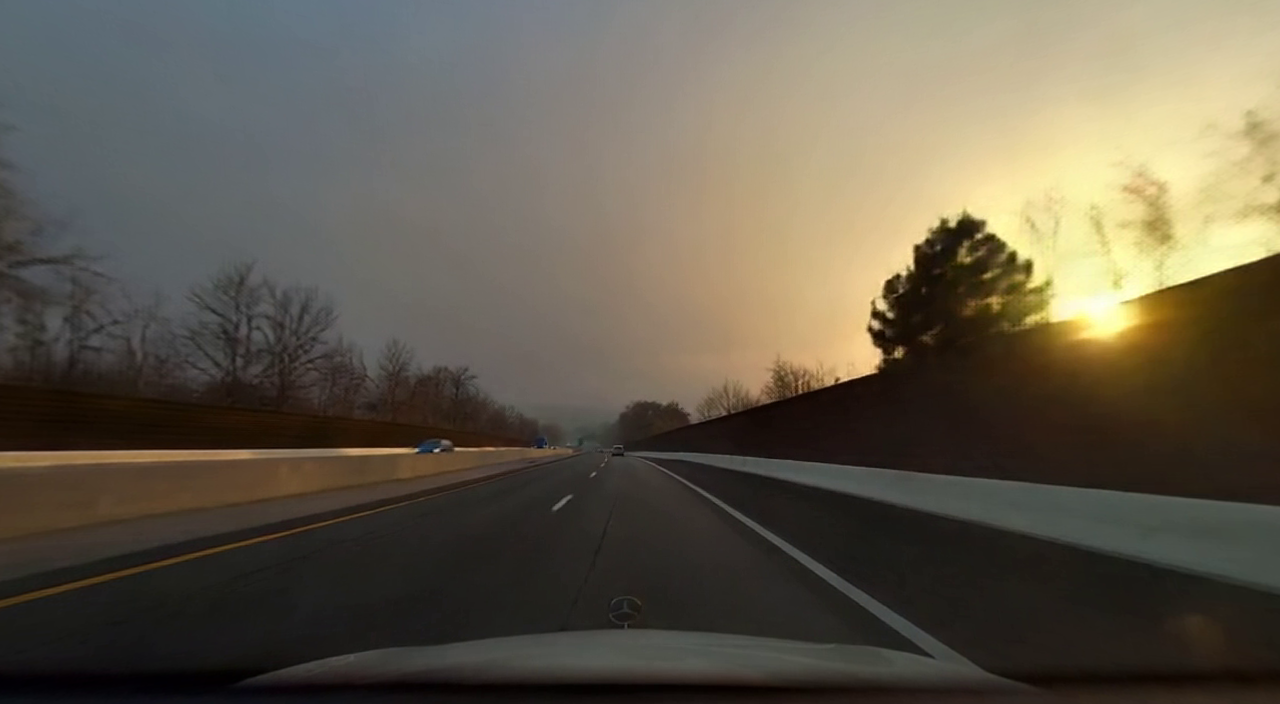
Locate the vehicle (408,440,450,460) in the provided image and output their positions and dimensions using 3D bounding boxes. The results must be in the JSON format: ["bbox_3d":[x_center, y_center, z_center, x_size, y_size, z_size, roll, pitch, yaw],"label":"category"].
[{"bbox_3d":[-16.523,7.725,49.393,1.815,1.497,4.437,0,-9,-1],"label":"vehicle"}]
